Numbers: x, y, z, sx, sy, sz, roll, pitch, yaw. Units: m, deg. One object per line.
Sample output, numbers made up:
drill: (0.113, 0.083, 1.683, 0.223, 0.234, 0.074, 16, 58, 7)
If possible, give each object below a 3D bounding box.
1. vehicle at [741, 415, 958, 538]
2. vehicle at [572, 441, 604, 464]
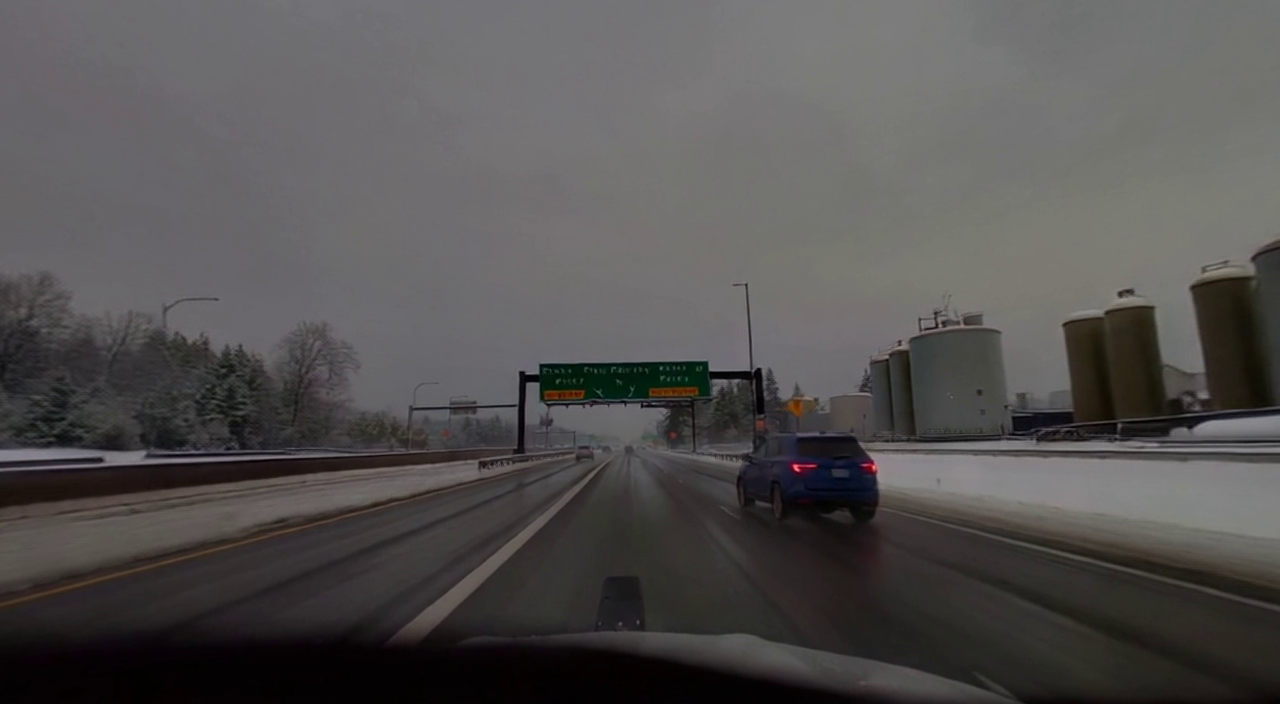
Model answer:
vehicle: (3.473, 2.208, 11.795, 2.296, 1.790, 5.067, 0, -9, 0)
vehicle: (-3.804, 7.448, 46.811, 2.012, 1.571, 4.232, 0, -9, 0)
